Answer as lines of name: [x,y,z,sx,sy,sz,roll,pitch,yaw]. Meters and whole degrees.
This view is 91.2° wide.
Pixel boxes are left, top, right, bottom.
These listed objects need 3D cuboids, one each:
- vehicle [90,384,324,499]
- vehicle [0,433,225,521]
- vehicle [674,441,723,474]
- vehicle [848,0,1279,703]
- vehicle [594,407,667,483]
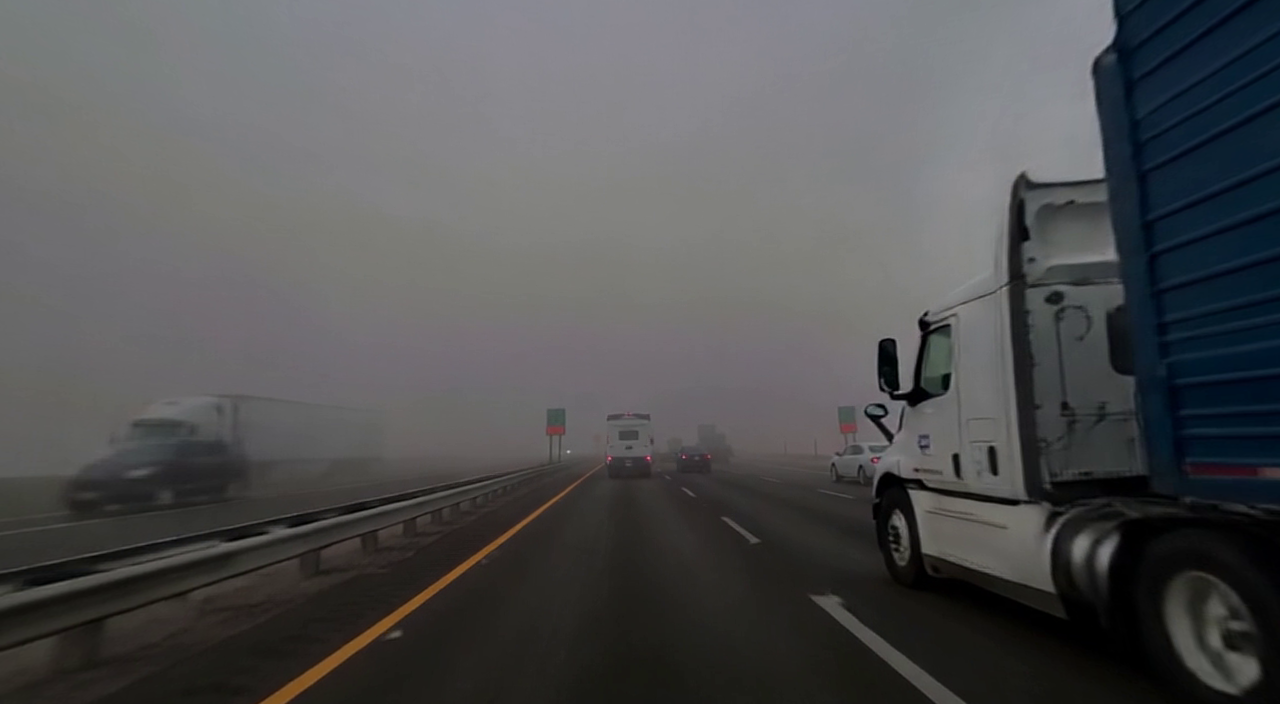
vehicle: [-18.011,3.962,27.541,3.003,4.059,10.427,0,-9,-2]
vehicle: [-13.297,3.108,16.124,2.044,1.914,4.638,0,-9,0]
vehicle: [3.045,5.600,33.424,2.127,1.642,3.899,0,-9,-1]
vehicle: [3.866,-0.469,1.473,2.972,4.007,10.643,0,-9,0]
vehicle: [-0.221,3.855,25.924,2.506,2.743,6.093,-1,-9,4]
